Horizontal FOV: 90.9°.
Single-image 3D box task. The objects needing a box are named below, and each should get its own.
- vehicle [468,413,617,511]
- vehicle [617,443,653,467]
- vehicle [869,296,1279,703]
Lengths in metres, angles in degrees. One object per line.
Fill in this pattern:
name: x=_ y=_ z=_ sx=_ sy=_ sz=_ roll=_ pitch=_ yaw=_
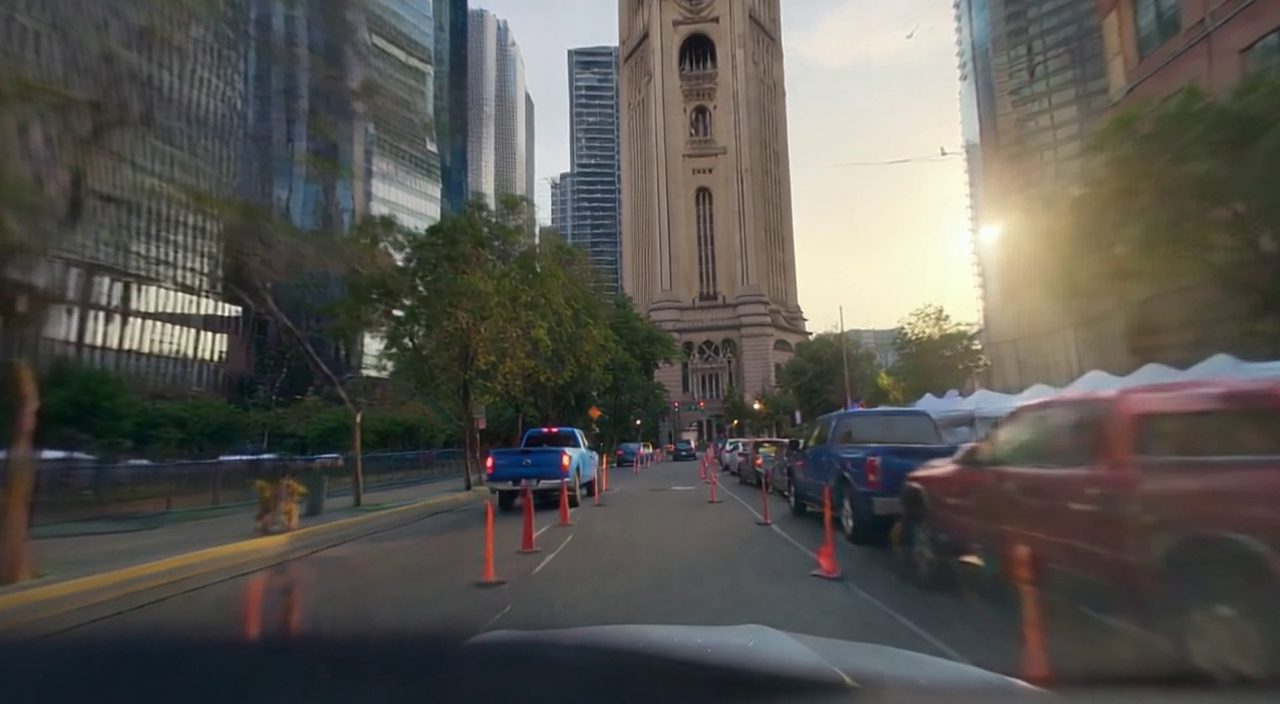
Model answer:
vehicle: x=-2.084 y=2.659 z=15.614 sx=2.452 sy=1.954 sz=5.653 roll=-1 pitch=-9 yaw=4
vehicle: x=-0.282 y=6.863 z=42.046 sx=1.895 sy=1.489 sz=4.328 roll=-1 pitch=-9 yaw=6
vehicle: x=3.472 y=0.960 z=4.219 sx=2.057 sy=1.797 sz=4.734 roll=0 pitch=-9 yaw=0
